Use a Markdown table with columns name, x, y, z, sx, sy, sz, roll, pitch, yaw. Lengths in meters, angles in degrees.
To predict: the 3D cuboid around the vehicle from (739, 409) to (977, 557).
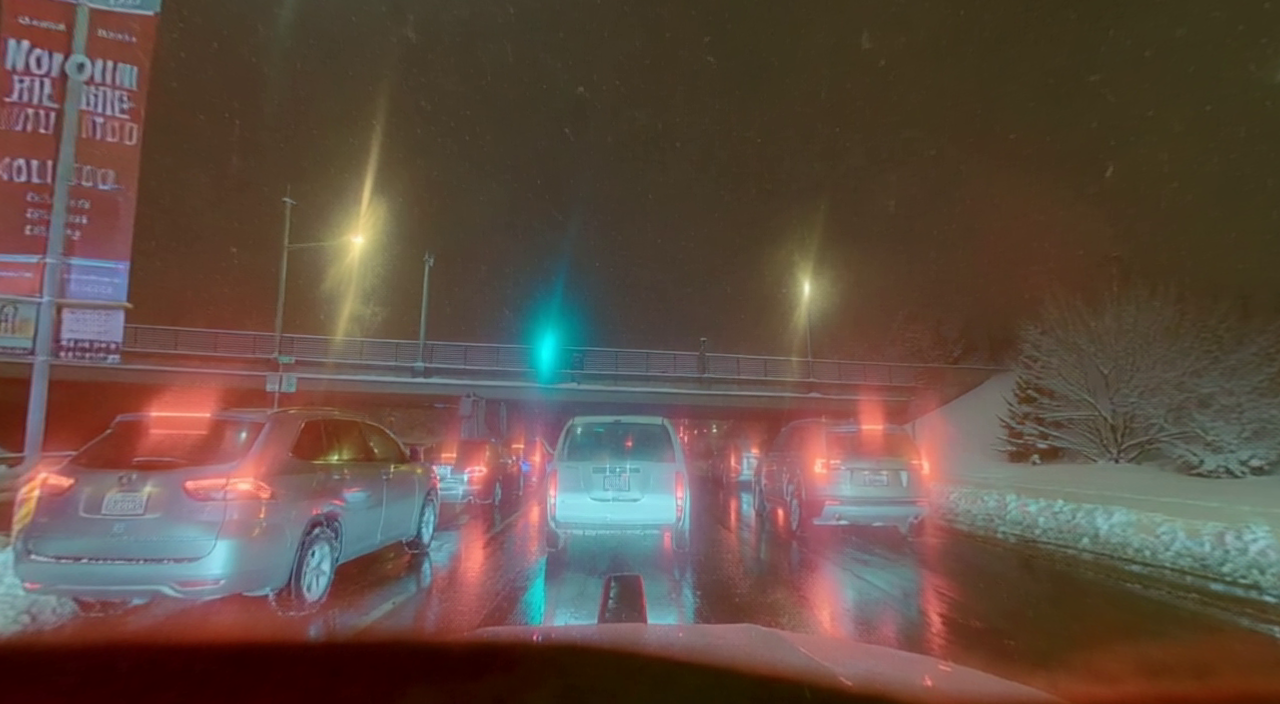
| name | x | y | z | sx | sy | sz | roll | pitch | yaw |
| --- | --- | --- | --- | --- | --- | --- | --- | --- | --- |
| vehicle | 3.089 | 1.973 | 10.198 | 2.016 | 1.804 | 4.681 | 0 | -9 | -2 |

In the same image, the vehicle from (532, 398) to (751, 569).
| name | x | y | z | sx | sy | sz | roll | pitch | yaw |
| --- | --- | --- | --- | --- | --- | --- | --- | --- | --- |
| vehicle | -0.074 | 1.772 | 9.215 | 2.409 | 1.864 | 4.471 | 0 | -9 | -2 |

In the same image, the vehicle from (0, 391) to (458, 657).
| name | x | y | z | sx | sy | sz | roll | pitch | yaw |
| --- | --- | --- | --- | --- | --- | --- | --- | --- | --- |
| vehicle | -3.488 | 1.431 | 6.277 | 2.039 | 1.709 | 4.265 | 0 | -9 | 0 |

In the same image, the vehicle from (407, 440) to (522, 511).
| name | x | y | z | sx | sy | sz | roll | pitch | yaw |
| --- | --- | --- | --- | --- | --- | --- | --- | --- | --- |
| vehicle | -4.148 | 2.947 | 15.433 | 1.797 | 1.505 | 3.506 | 0 | -9 | 0 |
